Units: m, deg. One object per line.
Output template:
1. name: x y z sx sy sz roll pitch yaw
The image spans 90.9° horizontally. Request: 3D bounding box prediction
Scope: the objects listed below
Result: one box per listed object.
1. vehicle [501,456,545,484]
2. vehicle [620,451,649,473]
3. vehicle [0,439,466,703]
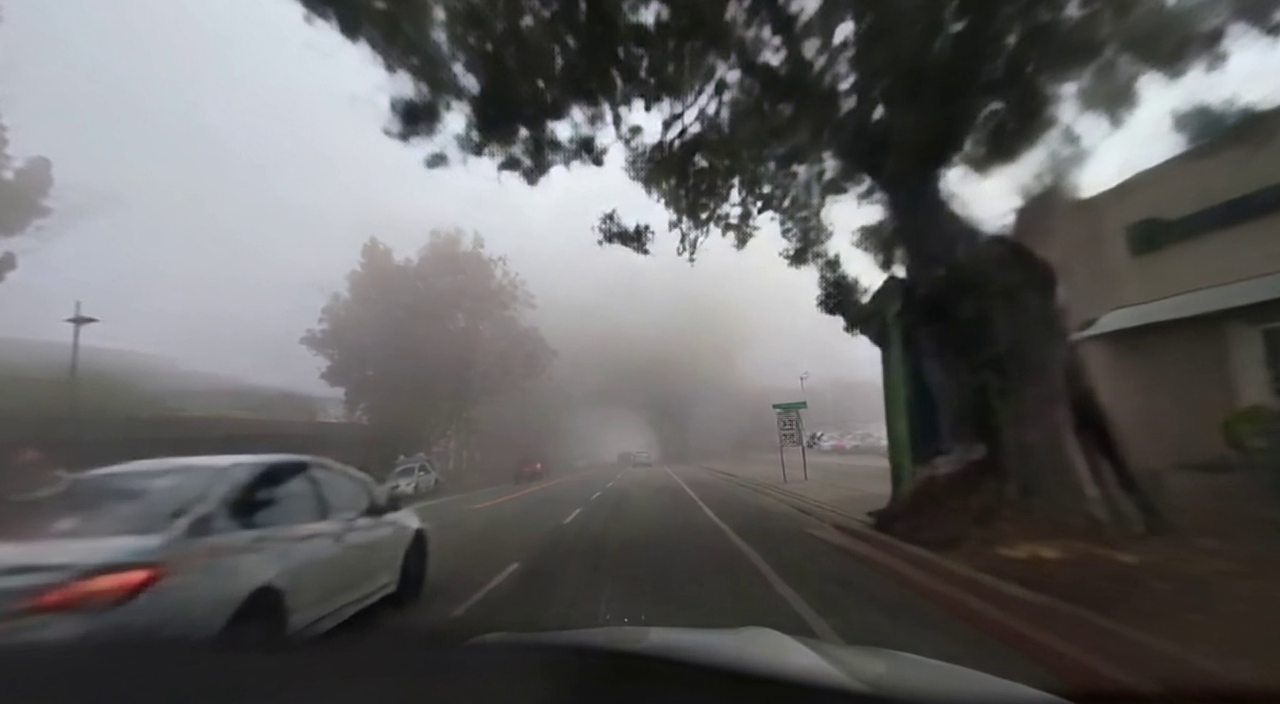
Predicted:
1. vehicle: -7.904 7.978 42.941 2.038 1.670 4.468 0 -9 1
2. vehicle: -0.435 7.992 46.154 2.020 1.478 3.922 0 -9 -2
3. vehicle: -2.968 1.403 4.523 2.076 1.481 4.513 0 -9 1
